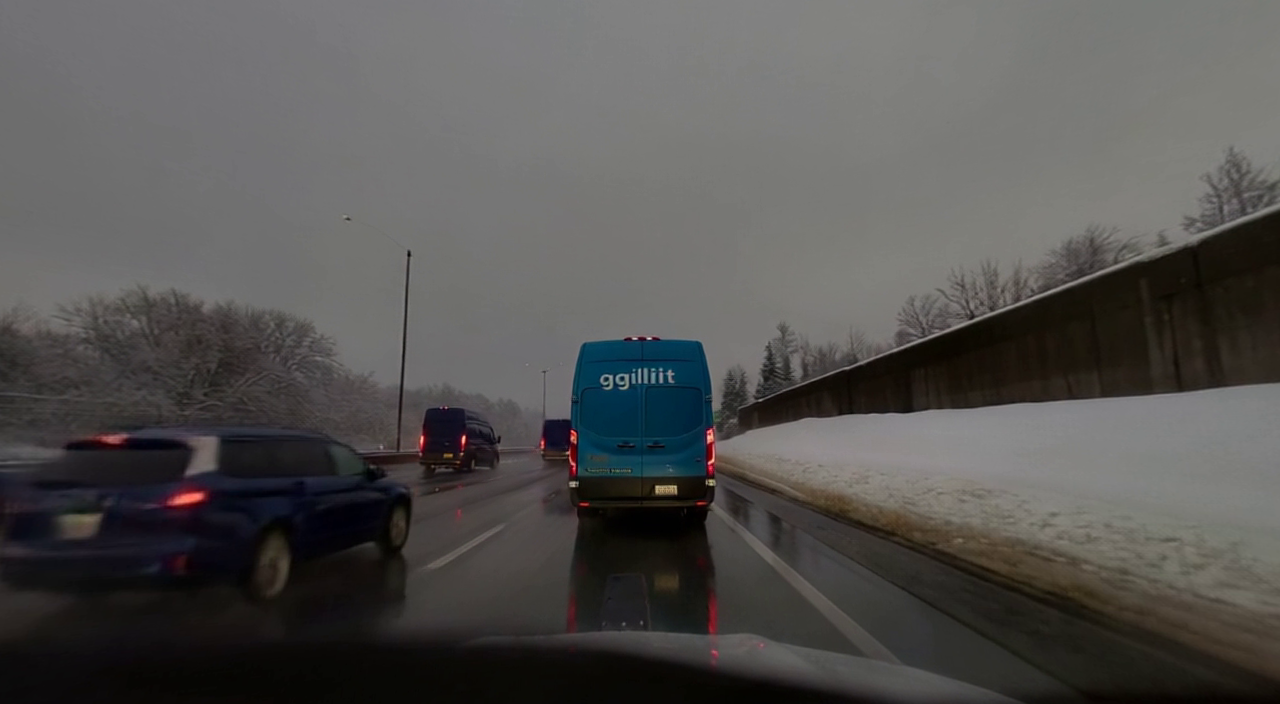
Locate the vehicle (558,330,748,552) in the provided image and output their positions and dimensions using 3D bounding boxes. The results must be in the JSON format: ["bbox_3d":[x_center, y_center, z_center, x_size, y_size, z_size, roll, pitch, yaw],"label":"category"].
[{"bbox_3d":[0.222,1.550,11.040,2.316,2.738,6.398,0,-8,1],"label":"vehicle"}]

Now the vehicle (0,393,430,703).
[{"bbox_3d":[-3.804,1.329,5.540,2.212,1.551,4.658,0,-8,1],"label":"vehicle"}]

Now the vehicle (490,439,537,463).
[{"bbox_3d":[-9.138,7.159,45.840,1.934,1.567,4.536,-1,-7,7],"label":"vehicle"}]

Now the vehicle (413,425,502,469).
[{"bbox_3d":[-9.556,5.075,33.736,2.566,2.158,5.957,-1,-8,4],"label":"vehicle"}]
